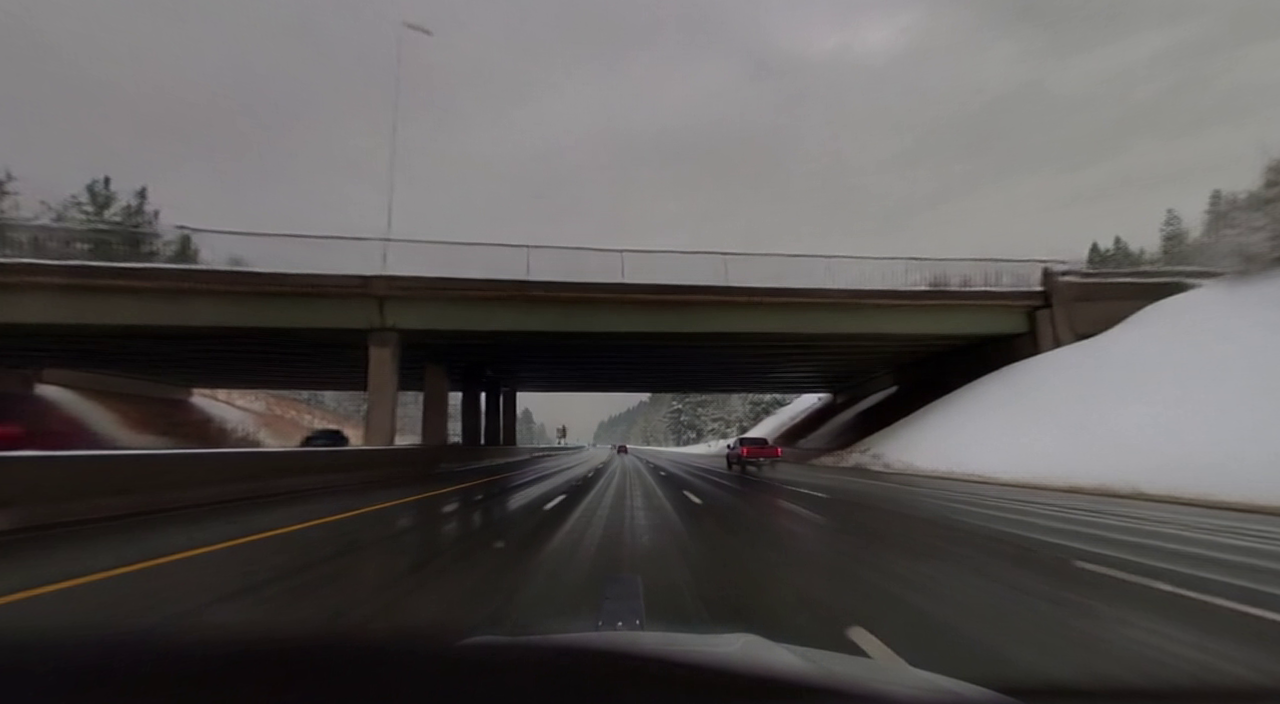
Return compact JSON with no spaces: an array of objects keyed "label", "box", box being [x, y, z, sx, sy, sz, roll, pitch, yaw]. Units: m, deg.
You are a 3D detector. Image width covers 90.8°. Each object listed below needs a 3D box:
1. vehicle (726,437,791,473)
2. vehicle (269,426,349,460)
[{"label":"vehicle","box":[6.586,5.838,35.992,2.395,1.819,6.086,0,-9,-2]},{"label":"vehicle","box":[-19.689,5.470,37.885,2.068,1.863,4.944,0,-9,0]}]
